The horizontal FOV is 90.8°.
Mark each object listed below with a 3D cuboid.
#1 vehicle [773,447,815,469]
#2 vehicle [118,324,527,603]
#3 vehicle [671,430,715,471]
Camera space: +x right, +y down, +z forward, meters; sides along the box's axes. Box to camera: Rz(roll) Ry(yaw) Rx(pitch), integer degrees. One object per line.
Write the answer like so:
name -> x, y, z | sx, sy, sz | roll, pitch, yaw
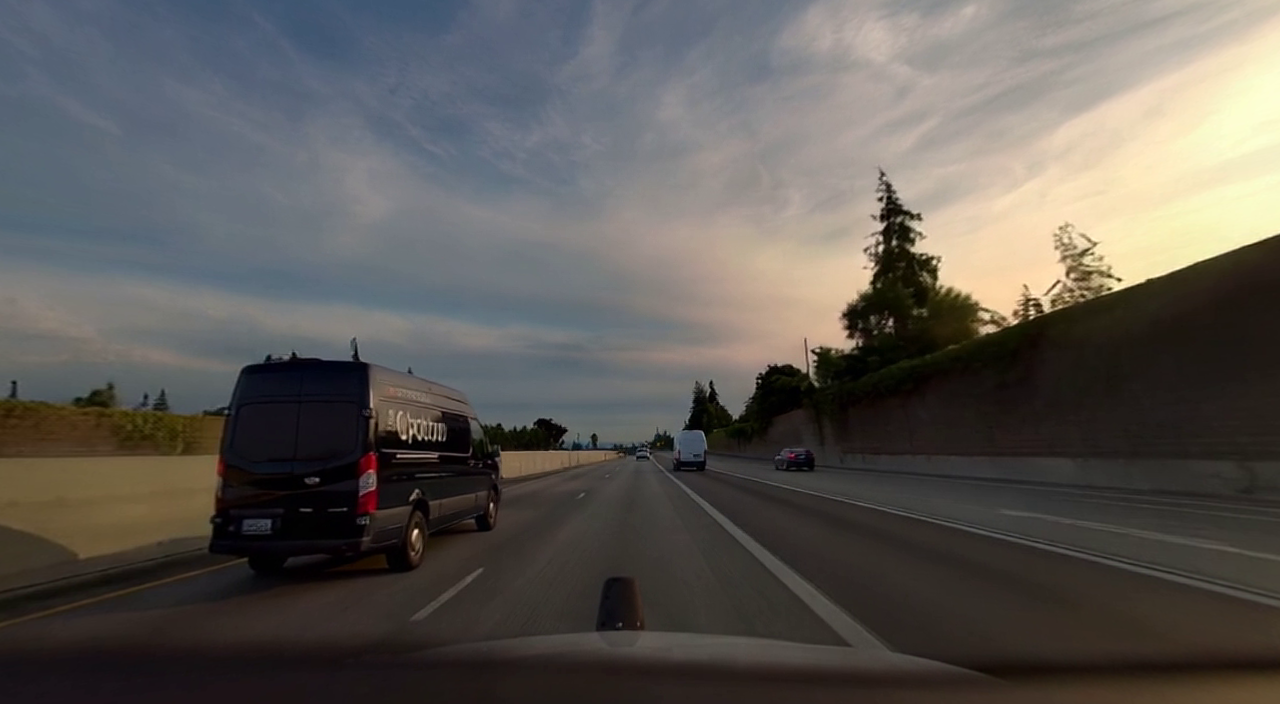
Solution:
vehicle -> 11.114, 7.652, 45.692 | 1.870, 1.497, 3.886 | 0, -9, -2
vehicle -> -3.410, 1.471, 8.884 | 2.409, 2.523, 6.275 | 0, -9, 0
vehicle -> 3.554, 6.791, 43.436 | 2.373, 2.561, 5.922 | 0, -9, -1
